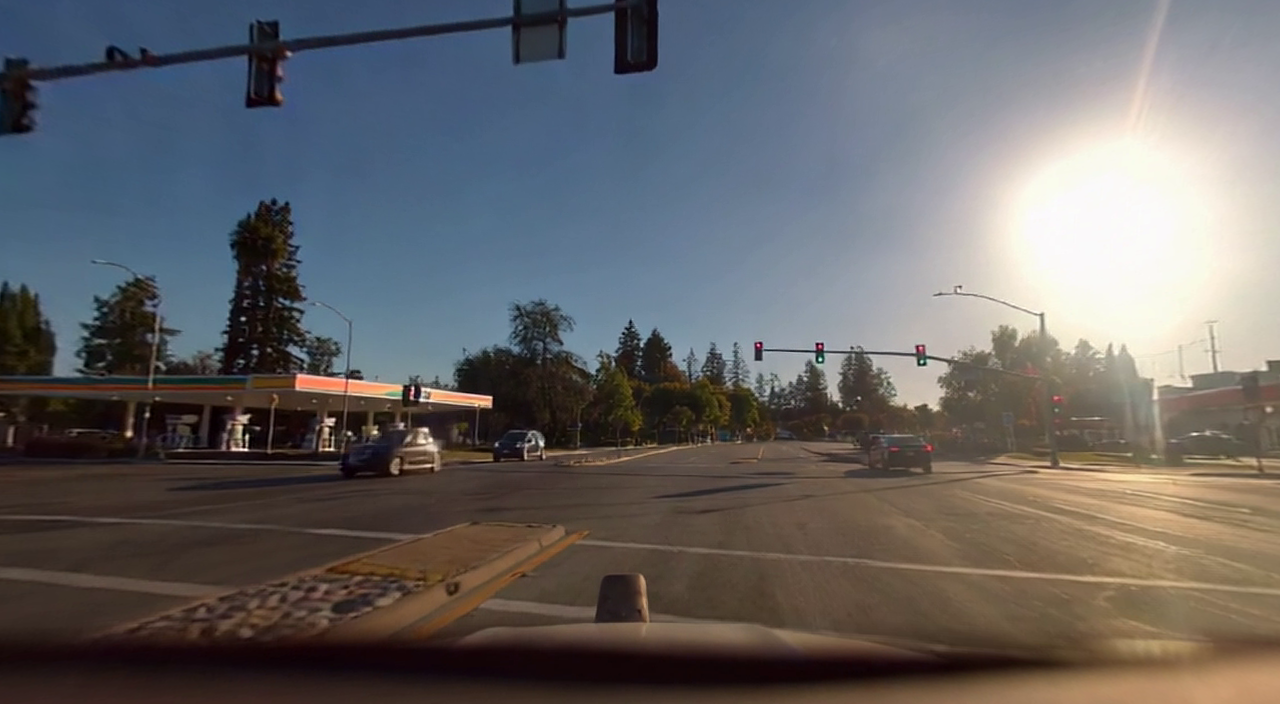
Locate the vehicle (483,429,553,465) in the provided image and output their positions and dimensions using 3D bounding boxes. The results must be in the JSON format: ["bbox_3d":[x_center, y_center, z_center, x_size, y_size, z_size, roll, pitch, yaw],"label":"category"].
[{"bbox_3d":[-6.522,5.155,34.160,2.090,1.779,4.697,-1,-9,11],"label":"vehicle"}]

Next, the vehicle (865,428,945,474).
[{"bbox_3d":[10.808,4.053,25.929,2.090,1.717,4.063,-1,-8,9],"label":"vehicle"}]

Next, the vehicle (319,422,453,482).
[{"bbox_3d":[-8.612,3.436,21.829,2.112,1.853,4.516,-1,-9,10],"label":"vehicle"}]
